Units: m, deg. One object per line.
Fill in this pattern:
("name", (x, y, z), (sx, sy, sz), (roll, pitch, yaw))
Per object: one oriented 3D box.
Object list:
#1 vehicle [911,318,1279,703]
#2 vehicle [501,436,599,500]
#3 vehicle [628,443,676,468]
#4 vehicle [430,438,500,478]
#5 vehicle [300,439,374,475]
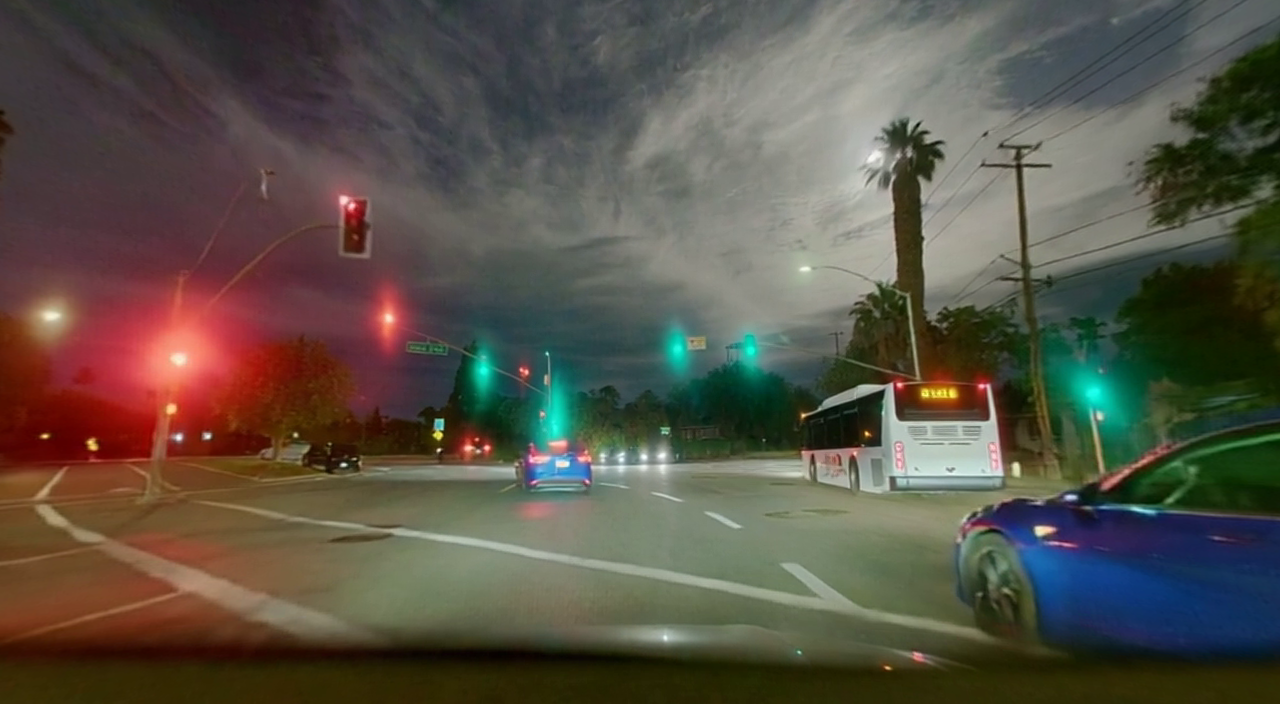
("vehicle", (3.460, 0.827, 2.622), (2.205, 1.803, 5.135), (0, -9, -2))
("vehicle", (-2.917, 3.518, 19.585), (2.341, 1.709, 4.466), (2, -9, -16))
("vehicle", (0.990, 7.717, 47.309), (2.122, 1.730, 5.138), (-3, -9, 18))
("vehicle", (-9.222, 5.505, 33.095), (2.272, 1.891, 4.562), (5, -10, -31))
("vehicle", (-17.348, 5.962, 36.041), (2.283, 1.878, 5.384), (7, -11, -41))
